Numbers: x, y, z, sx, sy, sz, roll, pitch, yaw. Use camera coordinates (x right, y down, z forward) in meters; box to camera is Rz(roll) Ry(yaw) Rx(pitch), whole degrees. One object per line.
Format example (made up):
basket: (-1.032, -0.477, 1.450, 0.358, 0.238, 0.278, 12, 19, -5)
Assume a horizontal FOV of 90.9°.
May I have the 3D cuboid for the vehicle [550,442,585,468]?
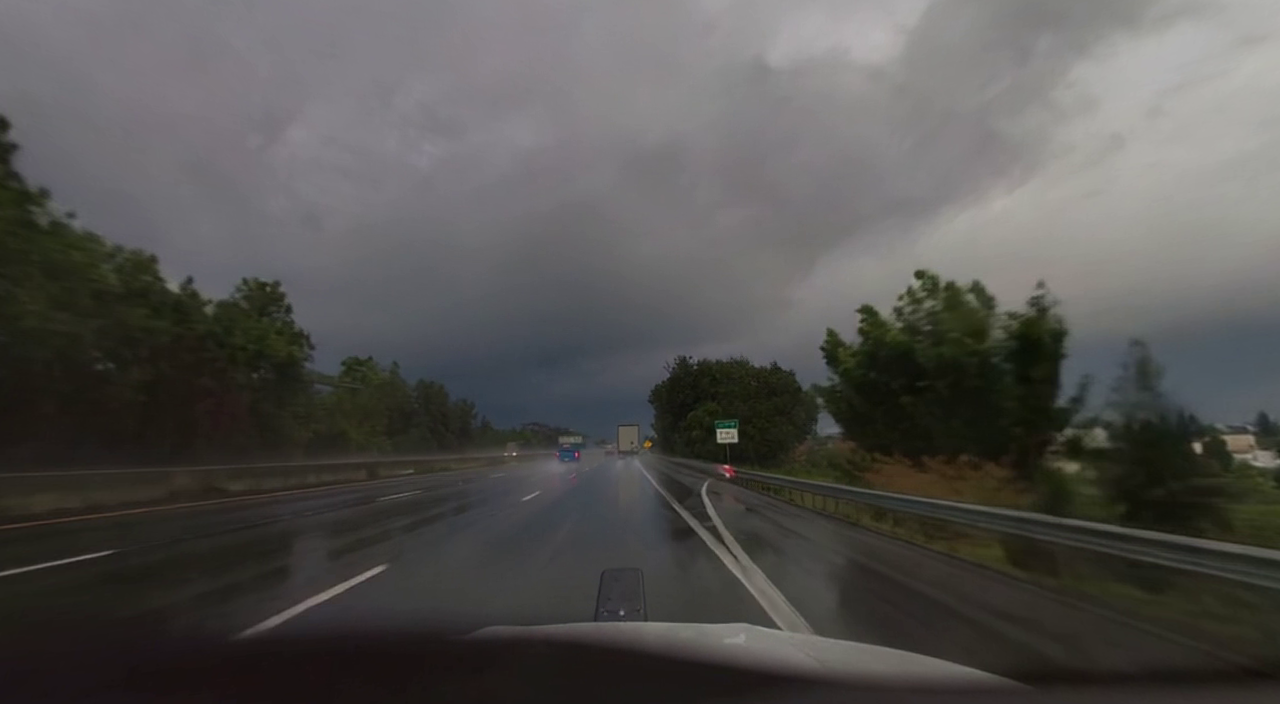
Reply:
vehicle: (-5.461, 7.870, 48.201, 2.124, 1.888, 5.226, 0, -9, -1)
